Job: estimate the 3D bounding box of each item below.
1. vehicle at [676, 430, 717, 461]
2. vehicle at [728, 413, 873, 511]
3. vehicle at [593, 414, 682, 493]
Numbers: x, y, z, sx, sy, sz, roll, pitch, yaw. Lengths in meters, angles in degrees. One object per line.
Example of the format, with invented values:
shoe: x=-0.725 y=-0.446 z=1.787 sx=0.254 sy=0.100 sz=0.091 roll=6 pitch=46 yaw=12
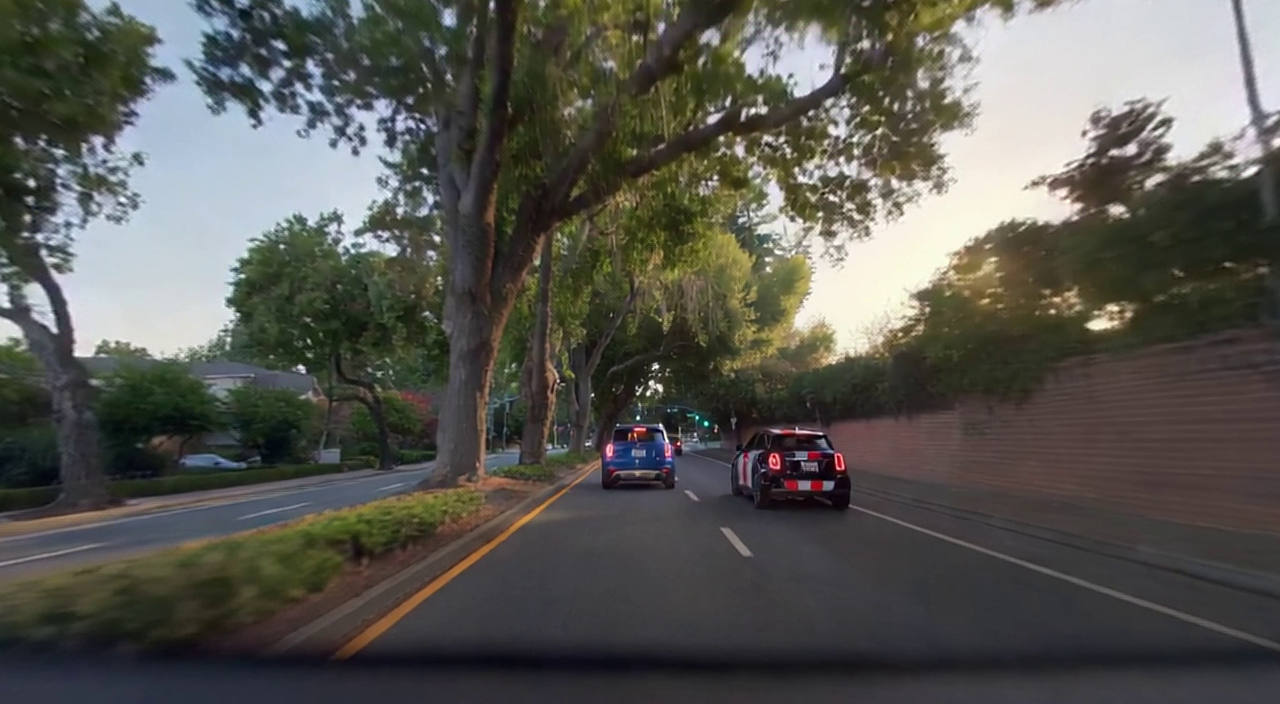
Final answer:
vehicle: x=3.132 y=5.243 z=35.381 sx=1.863 sy=1.610 sz=3.726 roll=0 pitch=-8 yaw=-1
vehicle: x=3.140 y=2.257 z=13.280 sx=1.840 sy=1.709 sz=4.202 roll=0 pitch=-8 yaw=-2
vehicle: x=-0.095 y=2.534 z=15.861 sx=1.984 sy=1.777 sz=3.148 roll=0 pitch=-8 yaw=-2
